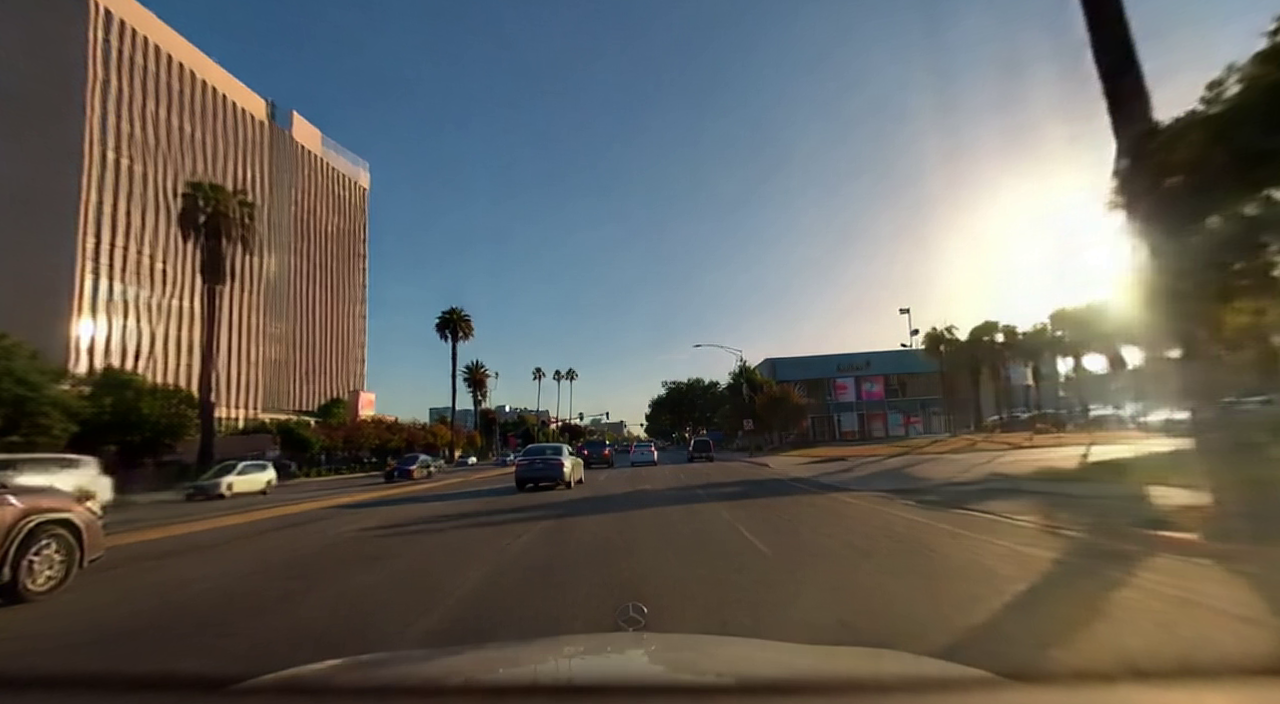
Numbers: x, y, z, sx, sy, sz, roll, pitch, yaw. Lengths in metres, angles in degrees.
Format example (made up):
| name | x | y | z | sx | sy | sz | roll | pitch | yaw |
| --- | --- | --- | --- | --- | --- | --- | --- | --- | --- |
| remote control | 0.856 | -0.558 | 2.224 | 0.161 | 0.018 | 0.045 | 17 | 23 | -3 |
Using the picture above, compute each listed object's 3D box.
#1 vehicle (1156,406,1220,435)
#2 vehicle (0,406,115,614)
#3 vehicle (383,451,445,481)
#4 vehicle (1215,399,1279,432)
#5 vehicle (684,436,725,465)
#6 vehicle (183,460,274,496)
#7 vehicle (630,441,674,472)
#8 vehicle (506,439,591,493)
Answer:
| name | x | y | z | sx | sy | sz | roll | pitch | yaw |
| --- | --- | --- | --- | --- | --- | --- | --- | --- | --- |
| vehicle | 31.344 | 3.971 | 36.159 | 1.849 | 1.462 | 3.814 | -5 | -9 | 28 |
| vehicle | -6.440 | 1.167 | 4.125 | 2.030 | 1.730 | 4.506 | -1 | -8 | 1 |
| vehicle | -13.813 | 6.946 | 38.842 | 2.026 | 1.641 | 4.619 | -1 | -8 | 1 |
| vehicle | 33.861 | 3.533 | 34.768 | 1.939 | 1.625 | 4.341 | -5 | -9 | 27 |
| vehicle | 4.159 | 6.443 | 41.339 | 2.108 | 1.785 | 4.334 | 0 | -8 | -1 |
| vehicle | -20.589 | 6.270 | 31.757 | 1.779 | 1.562 | 4.003 | -1 | -8 | 1 |
| vehicle | 0.588 | 5.420 | 32.905 | 2.147 | 1.507 | 3.953 | 0 | -8 | 0 |
| vehicle | -2.790 | 3.566 | 20.156 | 1.908 | 1.505 | 4.369 | -1 | -8 | 2 |
